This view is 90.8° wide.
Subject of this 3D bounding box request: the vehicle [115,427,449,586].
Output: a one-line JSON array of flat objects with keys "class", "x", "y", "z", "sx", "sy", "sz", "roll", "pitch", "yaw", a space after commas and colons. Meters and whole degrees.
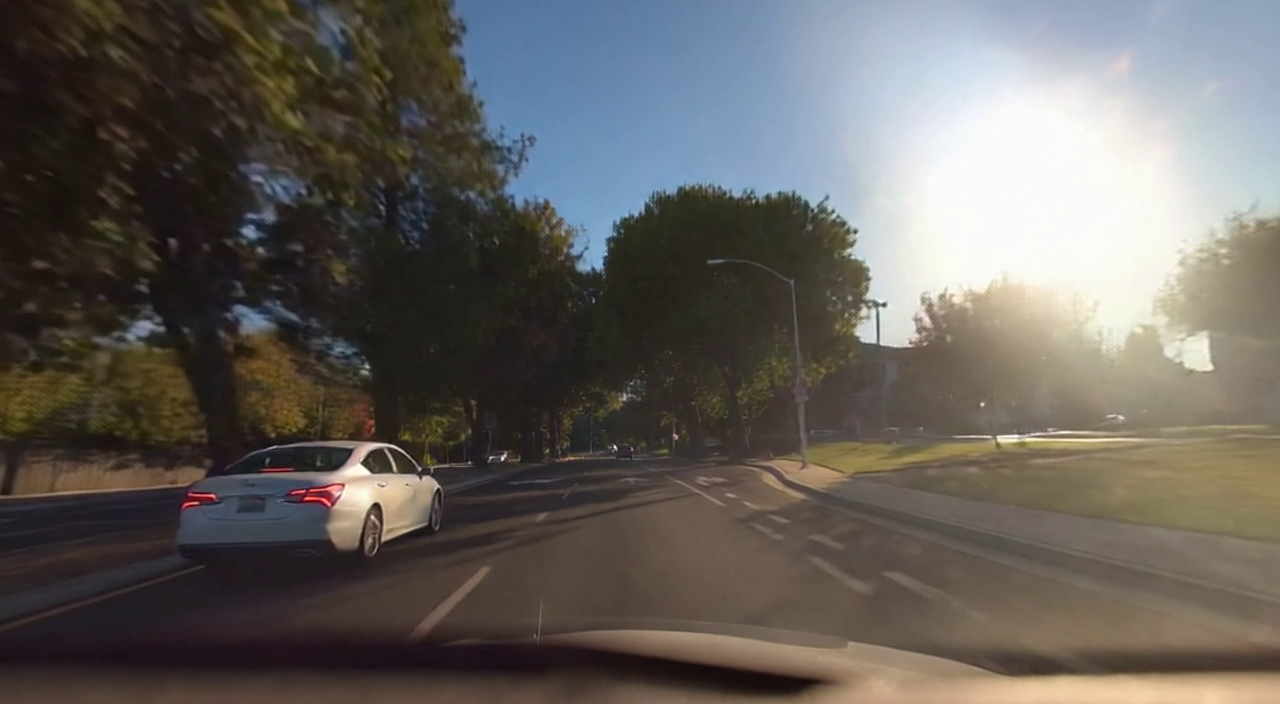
[{"class": "vehicle", "x": -4.151, "y": 1.831, "z": 8.364, "sx": 1.915, "sy": 1.521, "sz": 4.283, "roll": 0, "pitch": -9, "yaw": 0}]
